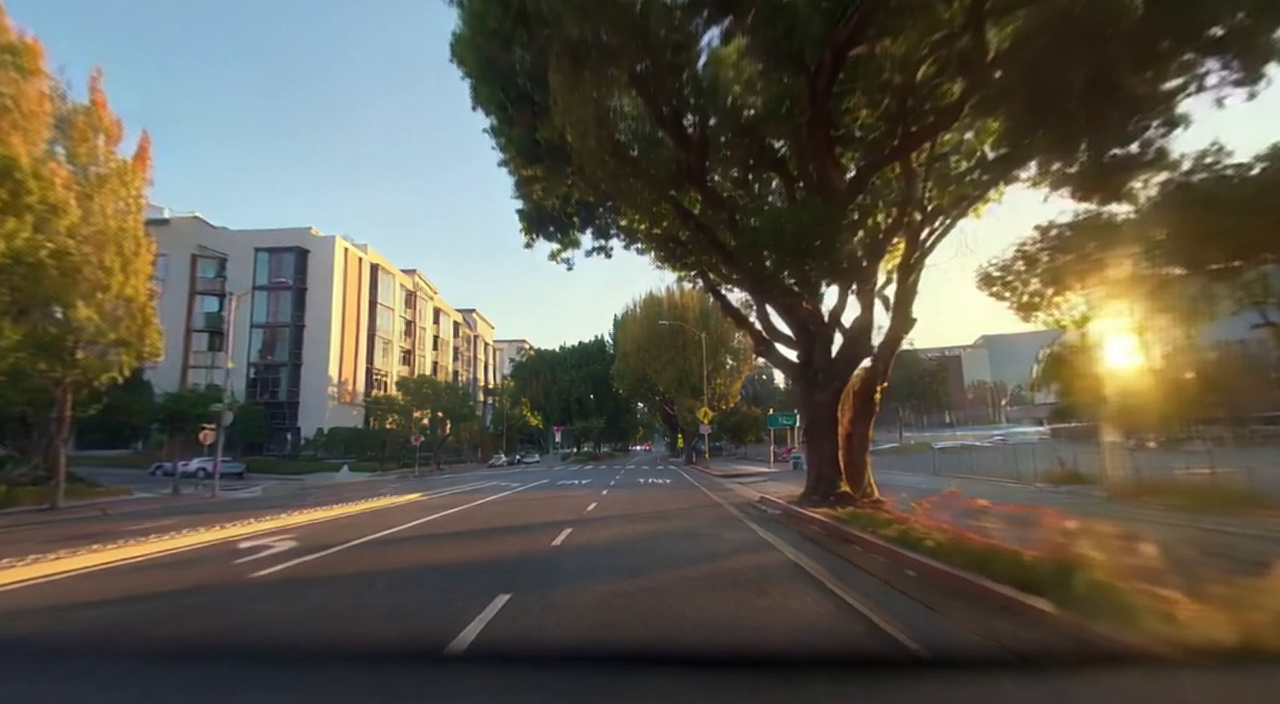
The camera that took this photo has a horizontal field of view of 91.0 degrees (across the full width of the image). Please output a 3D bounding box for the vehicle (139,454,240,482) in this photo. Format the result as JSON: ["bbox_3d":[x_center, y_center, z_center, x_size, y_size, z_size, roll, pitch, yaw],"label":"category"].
[{"bbox_3d":[-29.214,7.553,40.967,4.899,1.535,1.926,-1,-10,-6],"label":"vehicle"}]
